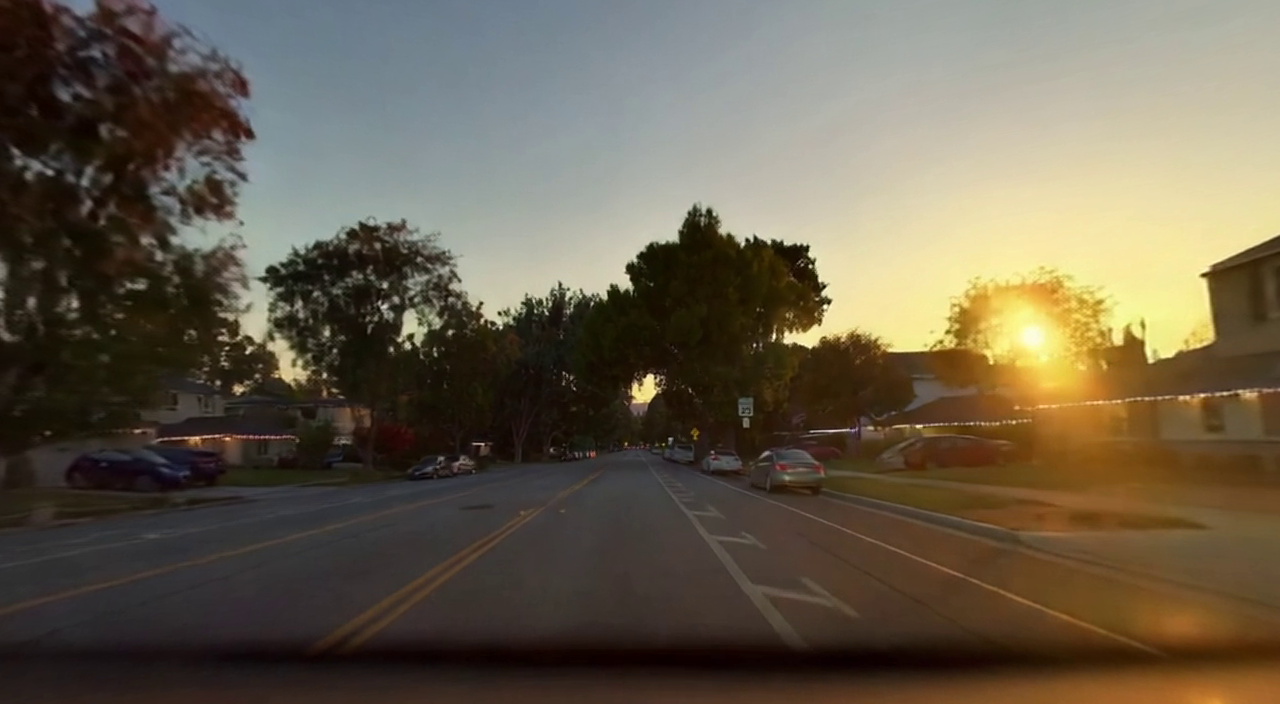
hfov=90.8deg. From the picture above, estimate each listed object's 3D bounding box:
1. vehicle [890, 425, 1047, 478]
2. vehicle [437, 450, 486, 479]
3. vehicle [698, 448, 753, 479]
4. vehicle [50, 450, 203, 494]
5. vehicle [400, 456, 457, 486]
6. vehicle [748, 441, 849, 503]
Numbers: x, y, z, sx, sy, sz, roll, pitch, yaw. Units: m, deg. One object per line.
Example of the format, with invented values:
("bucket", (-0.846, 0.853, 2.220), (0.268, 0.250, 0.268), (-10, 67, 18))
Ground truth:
("vehicle", (12.620, 3.879, 24.529), (4.850, 1.610, 1.980), (-5, -10, 3))
("vehicle", (-12.848, 8.132, 45.737), (2.075, 1.917, 4.984), (-1, -10, 0))
("vehicle", (4.485, 5.940, 33.954), (2.035, 1.498, 4.910), (0, -9, -3))
("vehicle", (-21.061, 4.933, 26.083), (4.534, 1.536, 1.952), (2, -8, 0))
("vehicle", (-12.876, 7.228, 38.752), (1.925, 1.498, 4.850), (-4, -8, -1))
("vehicle", (4.665, 3.654, 19.384), (1.934, 1.546, 5.009), (2, -10, 2))
